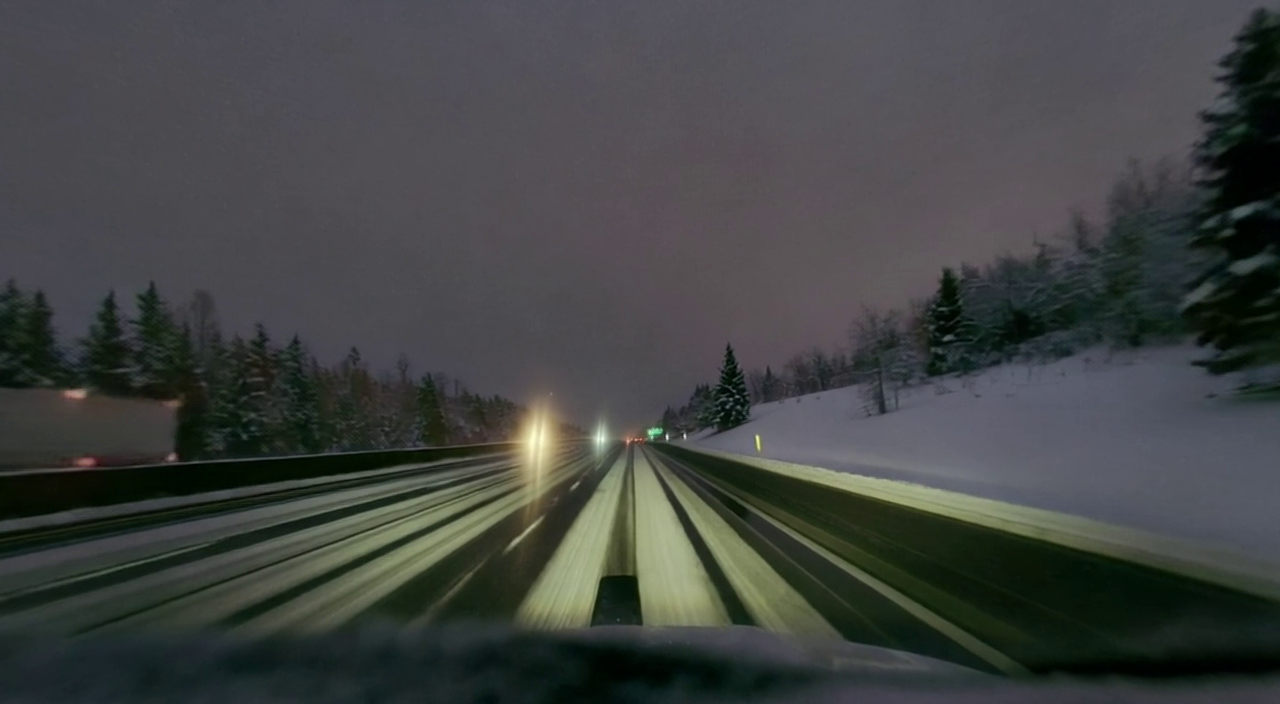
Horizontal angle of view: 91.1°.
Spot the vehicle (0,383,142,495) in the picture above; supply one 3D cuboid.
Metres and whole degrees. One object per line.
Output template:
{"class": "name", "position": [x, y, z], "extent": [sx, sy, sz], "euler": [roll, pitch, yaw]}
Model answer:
{"class": "vehicle", "position": [-23.146, 2.933, 21.139], "extent": [3.093, 3.762, 12.209], "euler": [0, -8, -2]}
